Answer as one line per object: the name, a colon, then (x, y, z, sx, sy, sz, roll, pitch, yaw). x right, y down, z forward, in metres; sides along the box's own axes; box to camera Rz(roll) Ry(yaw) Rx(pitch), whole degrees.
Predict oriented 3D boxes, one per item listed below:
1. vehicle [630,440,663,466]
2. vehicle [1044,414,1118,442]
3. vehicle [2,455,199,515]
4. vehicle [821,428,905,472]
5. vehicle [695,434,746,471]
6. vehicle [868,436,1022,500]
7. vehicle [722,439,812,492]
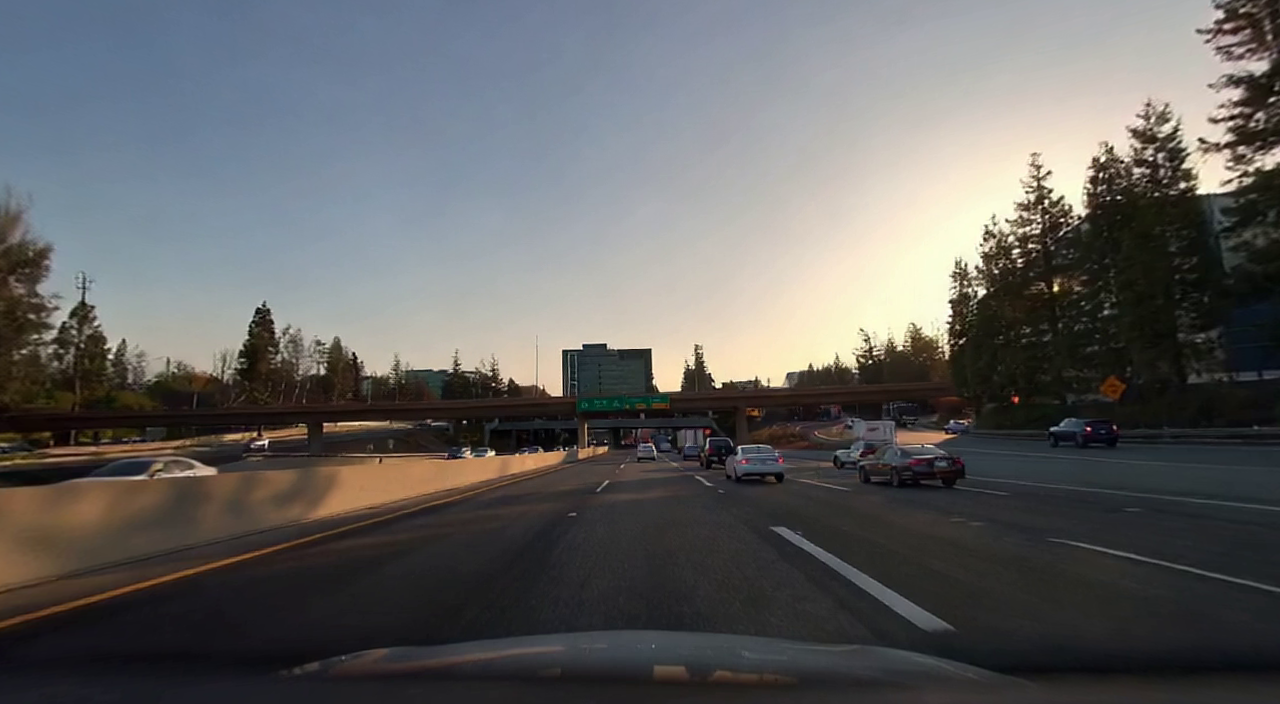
vehicle: (0.452, 6.877, 43.025, 2.124, 1.639, 4.122, 0, -8, 0)
vehicle: (31.504, 5.507, 45.254, 2.131, 1.840, 4.870, -1, -8, 5)
vehicle: (-15.514, 3.800, 18.542, 1.888, 1.464, 4.395, 0, -8, 1)
vehicle: (11.222, 4.975, 32.217, 2.193, 2.025, 5.606, 0, -8, 0)
vehicle: (4.331, 5.493, 34.519, 2.086, 1.858, 4.737, 0, -8, -1)
vehicle: (7.878, 3.022, 16.860, 1.919, 1.476, 4.303, 0, -8, -1)
vehicle: (3.895, 3.540, 20.113, 1.902, 1.481, 4.451, 0, -8, 0)
